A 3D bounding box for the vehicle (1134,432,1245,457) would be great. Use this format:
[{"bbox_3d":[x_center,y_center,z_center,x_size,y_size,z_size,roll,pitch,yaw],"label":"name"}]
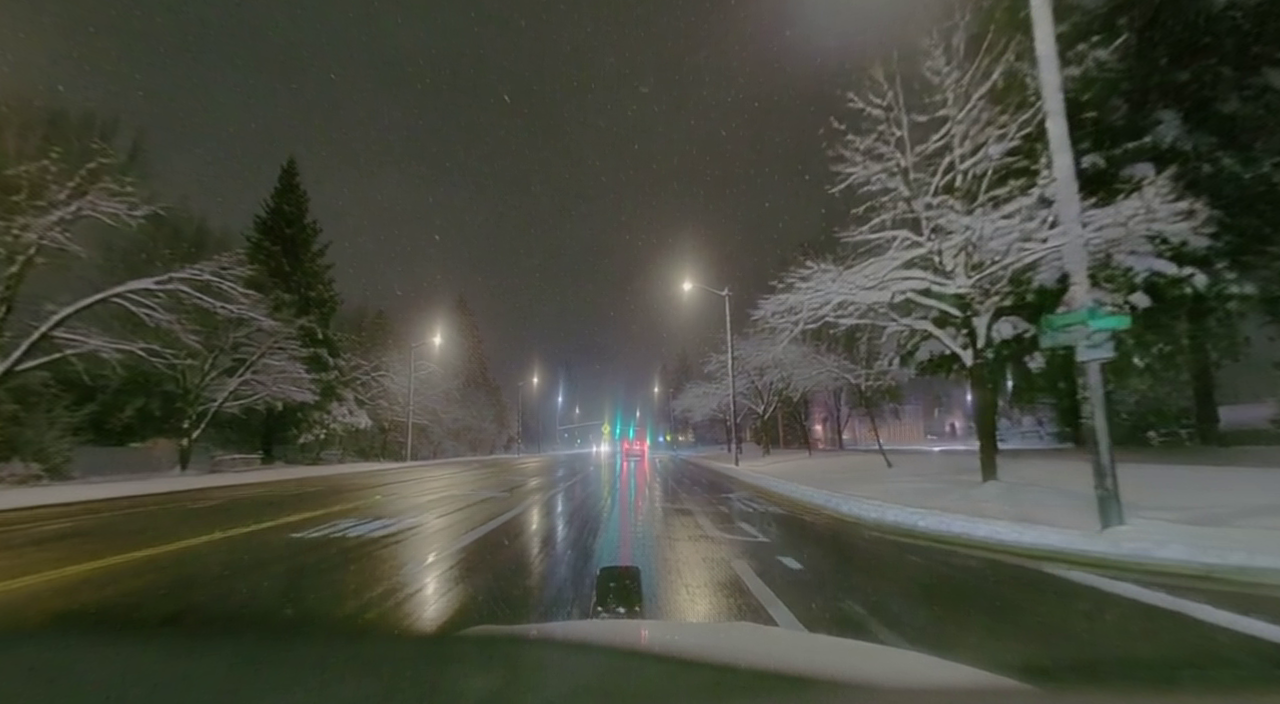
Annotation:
[{"bbox_3d":[33.427,5.650,38.530,4.864,1.474,1.871,0,-8,2],"label":"vehicle"}]
